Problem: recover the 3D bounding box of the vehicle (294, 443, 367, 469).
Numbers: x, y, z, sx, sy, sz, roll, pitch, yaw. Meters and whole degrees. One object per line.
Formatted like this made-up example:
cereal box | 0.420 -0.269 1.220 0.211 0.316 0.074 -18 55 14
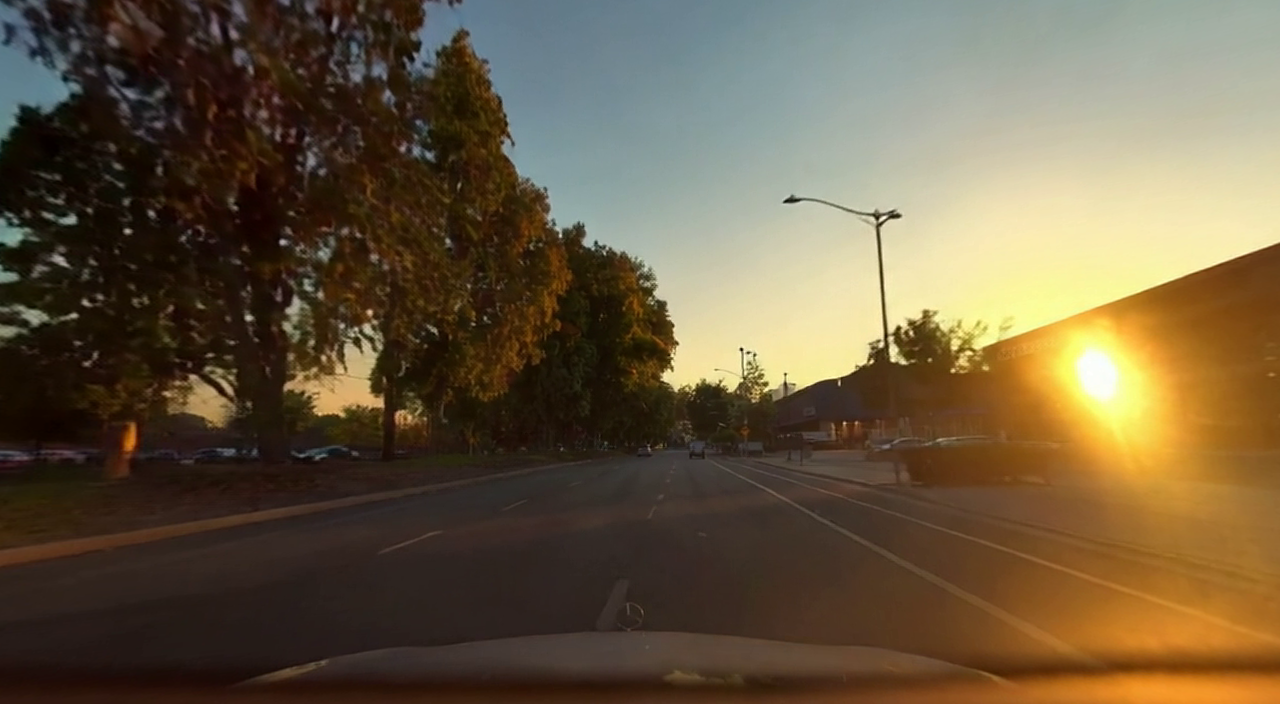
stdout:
vehicle | -23.056 7.765 47.300 2.162 1.818 5.758 -1 -9 4
